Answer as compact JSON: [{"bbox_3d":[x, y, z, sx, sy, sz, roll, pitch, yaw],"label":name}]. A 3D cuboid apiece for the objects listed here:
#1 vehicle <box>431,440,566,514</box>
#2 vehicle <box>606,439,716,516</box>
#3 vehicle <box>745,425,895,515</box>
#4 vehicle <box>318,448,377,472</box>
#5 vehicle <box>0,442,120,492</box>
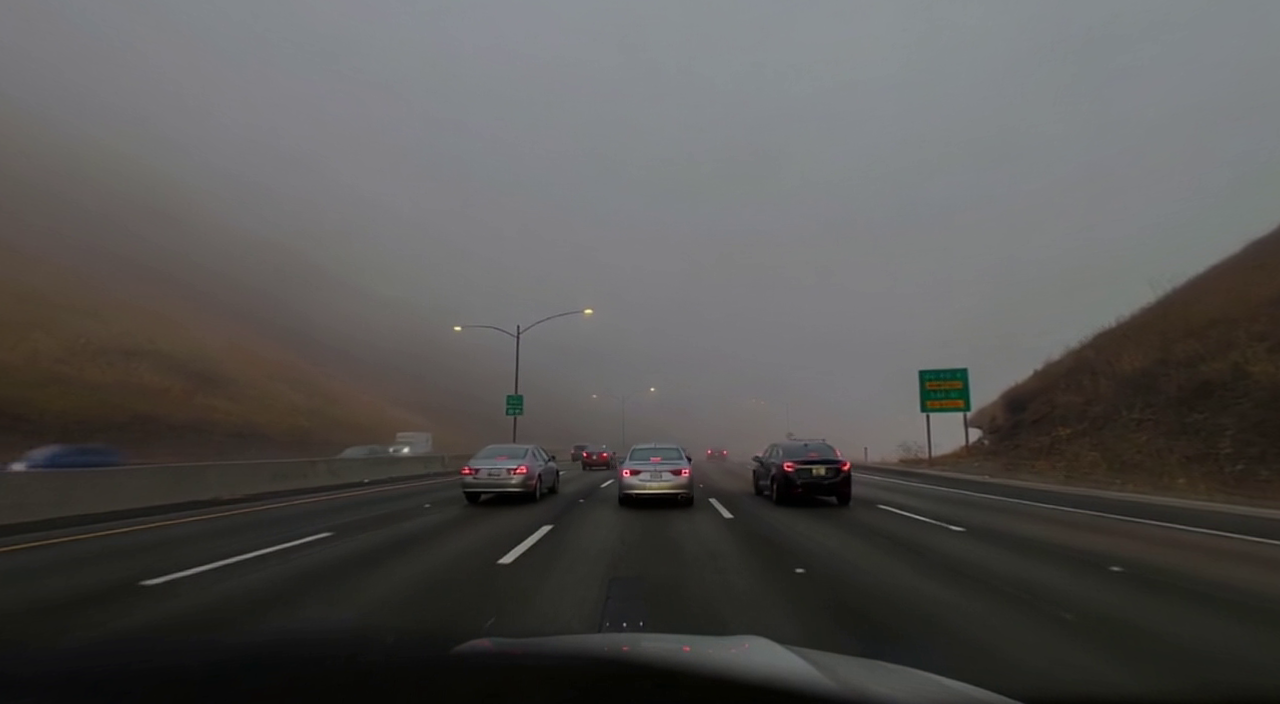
[{"bbox_3d":[-3.094,2.830,14.838,2.017,1.446,4.384,-1,-8,2],"label":"vehicle"},{"bbox_3d":[0.445,2.660,13.889,2.072,1.431,3.904,-1,-8,1],"label":"vehicle"},{"bbox_3d":[3.834,2.597,14.449,2.083,1.693,4.740,0,-8,1],"label":"vehicle"},{"bbox_3d":[-19.361,7.145,41.991,1.790,1.461,4.165,-1,-8,2],"label":"vehicle"},{"bbox_3d":[-24.358,4.595,25.648,2.062,1.794,4.892,-1,-8,2],"label":"vehicle"}]
